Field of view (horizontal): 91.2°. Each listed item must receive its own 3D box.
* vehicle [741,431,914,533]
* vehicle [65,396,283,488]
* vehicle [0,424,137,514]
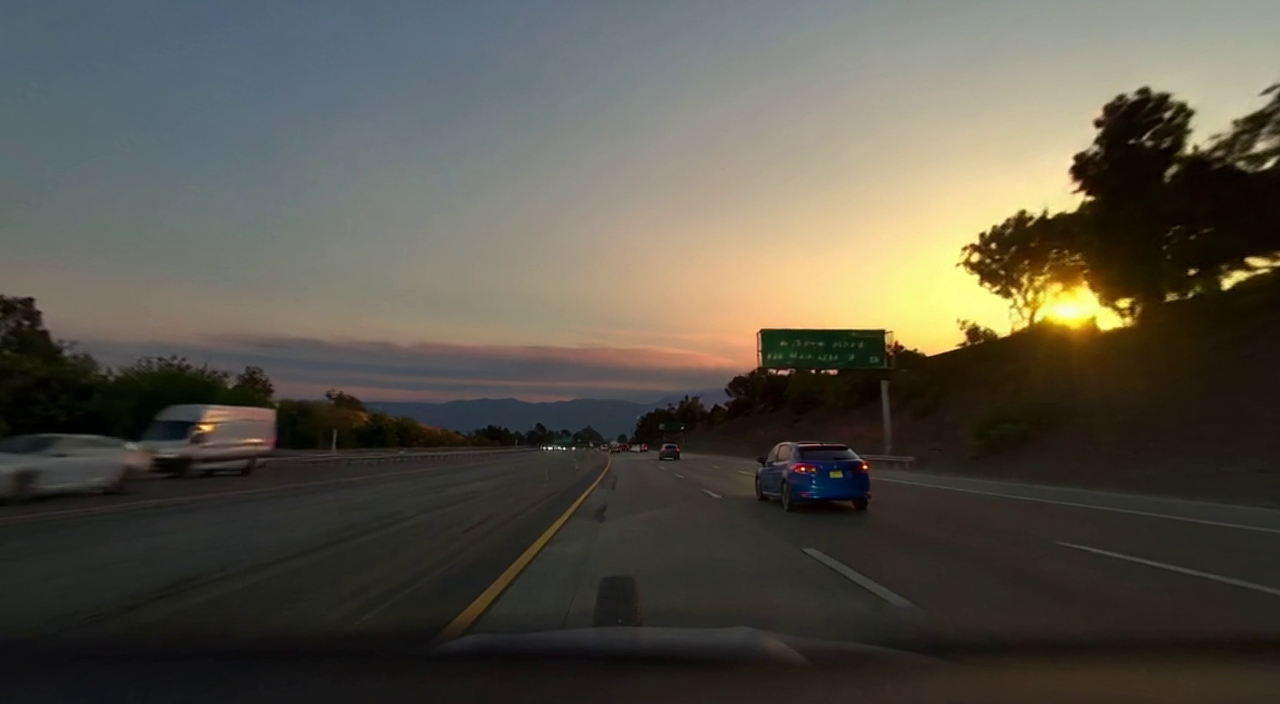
[{"bbox_3d":[3.384,2.436,12.340,2.002,1.604,4.265,0,-9,-1],"label":"vehicle"},{"bbox_3d":[-16.363,3.308,22.873,2.475,2.795,7.128,0,-9,-1],"label":"vehicle"},{"bbox_3d":[-12.365,2.255,12.203,1.859,1.584,3.912,0,-9,0],"label":"vehicle"}]
